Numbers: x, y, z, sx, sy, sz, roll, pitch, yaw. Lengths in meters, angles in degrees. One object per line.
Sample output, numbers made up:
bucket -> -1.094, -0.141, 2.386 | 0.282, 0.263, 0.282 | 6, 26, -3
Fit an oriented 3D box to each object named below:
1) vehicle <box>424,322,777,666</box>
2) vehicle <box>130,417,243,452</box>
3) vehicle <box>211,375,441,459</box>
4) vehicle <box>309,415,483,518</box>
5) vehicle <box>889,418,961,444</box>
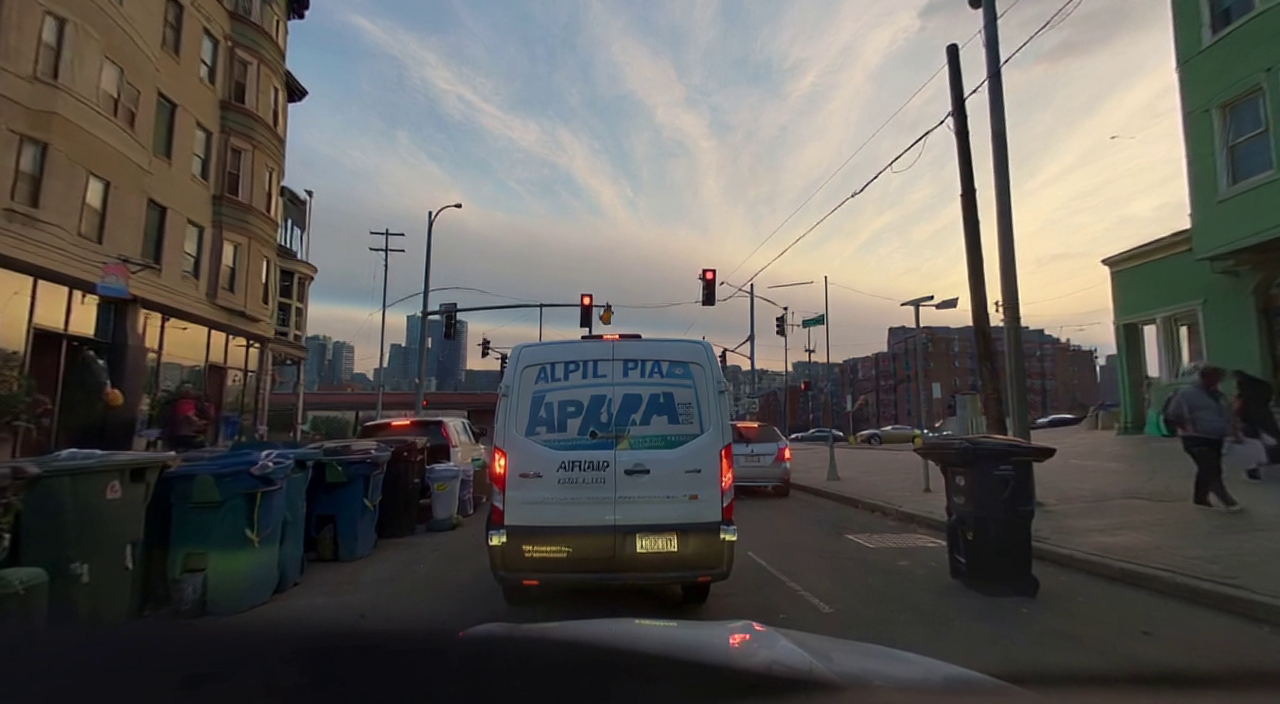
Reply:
vehicle -> -0.318, 1.061, 5.727 | 1.951, 1.907, 4.266 | 0, -8, -3
vehicle -> -20.711, 3.787, 28.909 | 3.713, 1.571, 1.751 | 1, -8, -6
vehicle -> -12.789, 2.792, 26.531 | 8.088, 3.213, 2.801 | 2, -8, -13
vehicle -> -3.954, 1.883, 10.860 | 1.841, 1.461, 3.426 | 1, -8, -5
vehicle -> 16.114, 4.484, 35.649 | 3.381, 1.391, 1.529 | 1, -8, -10
